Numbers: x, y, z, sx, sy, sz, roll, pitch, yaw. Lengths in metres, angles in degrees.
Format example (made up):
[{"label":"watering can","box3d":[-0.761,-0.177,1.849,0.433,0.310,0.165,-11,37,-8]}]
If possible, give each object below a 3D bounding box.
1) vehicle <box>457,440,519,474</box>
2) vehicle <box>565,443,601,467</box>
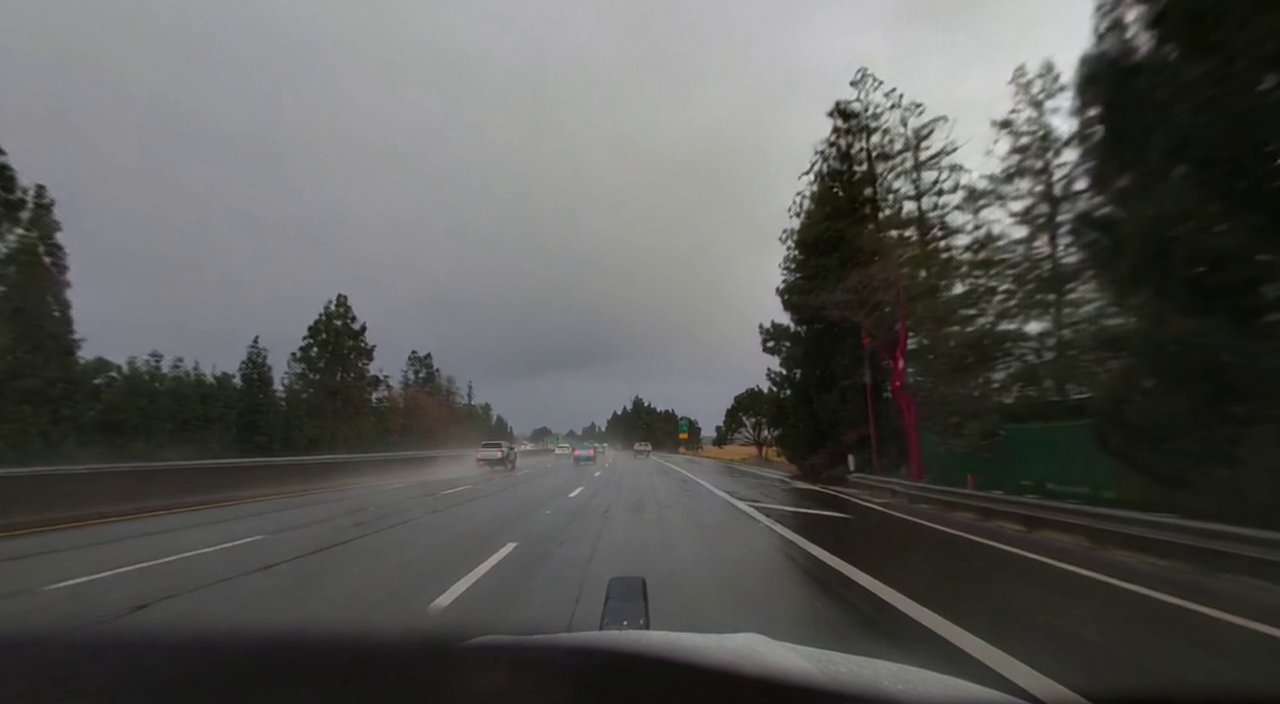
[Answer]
[{"label":"vehicle","box3d":[-7.687,5.347,32.205,2.080,1.632,4.332,0,-9,0]},{"label":"vehicle","box3d":[-3.744,6.841,41.838,2.075,1.516,4.212,0,-8,-1]}]
